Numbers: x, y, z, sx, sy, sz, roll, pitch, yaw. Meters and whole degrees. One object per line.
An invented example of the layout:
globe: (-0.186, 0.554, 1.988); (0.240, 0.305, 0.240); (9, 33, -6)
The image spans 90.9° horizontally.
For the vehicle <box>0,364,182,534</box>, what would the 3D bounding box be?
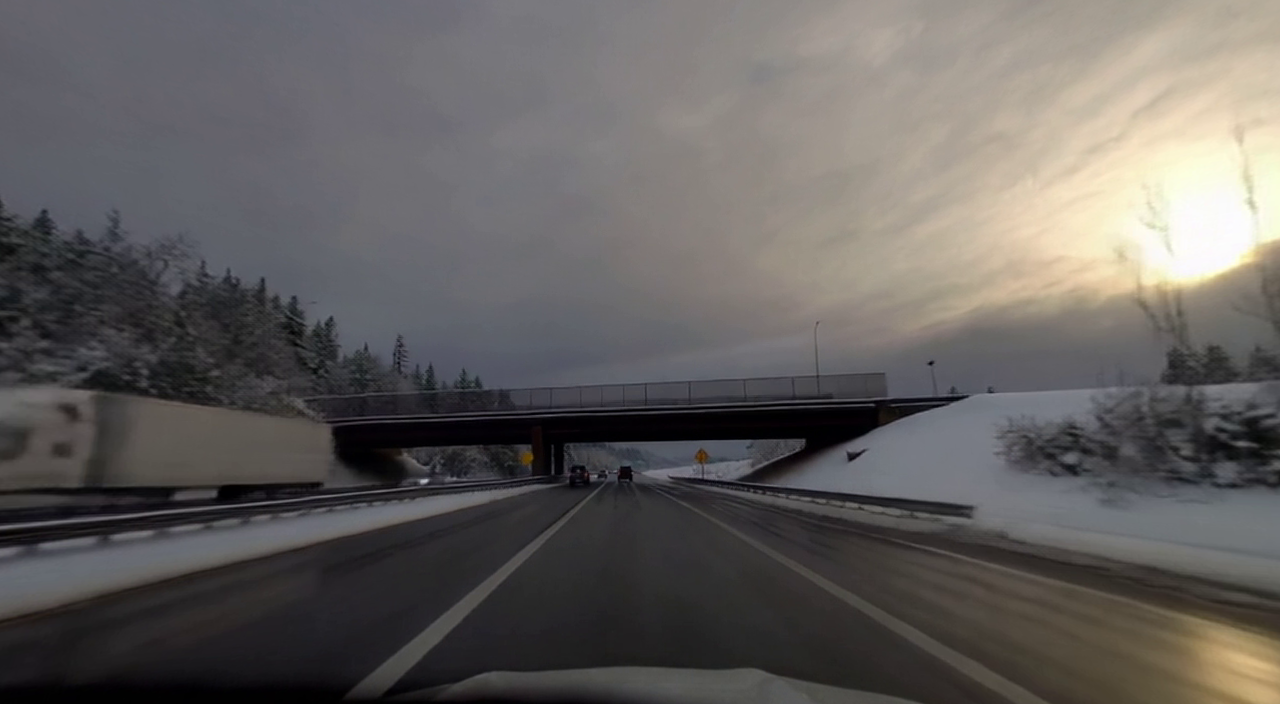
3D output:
vehicle: (-16.593, 2.761, 17.559); (3.032, 3.979, 5.796); (1, -11, -1)

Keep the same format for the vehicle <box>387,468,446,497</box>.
vehicle: (-12.905, 7.551, 36.740); (1.994, 1.521, 4.116); (1, -11, -2)
